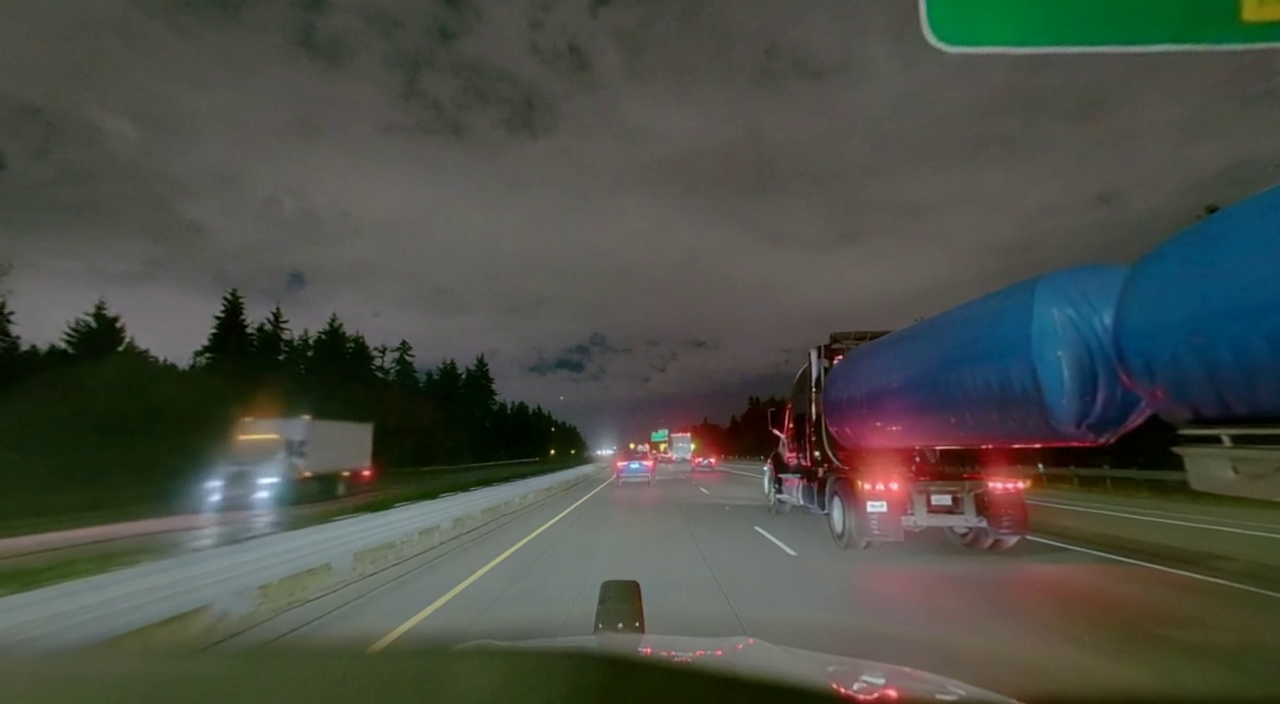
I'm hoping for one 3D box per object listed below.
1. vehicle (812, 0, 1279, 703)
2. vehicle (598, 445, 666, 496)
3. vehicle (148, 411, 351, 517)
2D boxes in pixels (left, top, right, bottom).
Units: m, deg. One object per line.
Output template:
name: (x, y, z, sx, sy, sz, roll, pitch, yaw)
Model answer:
vehicle: (3.915, 0.107, 3.322, 2.694, 3.453, 11.641, 0, -9, 0)
vehicle: (-0.224, 3.835, 20.674, 2.003, 1.490, 3.636, 0, -9, 0)
vehicle: (-12.148, 3.486, 20.501, 2.375, 2.798, 6.597, -2, -8, 0)
